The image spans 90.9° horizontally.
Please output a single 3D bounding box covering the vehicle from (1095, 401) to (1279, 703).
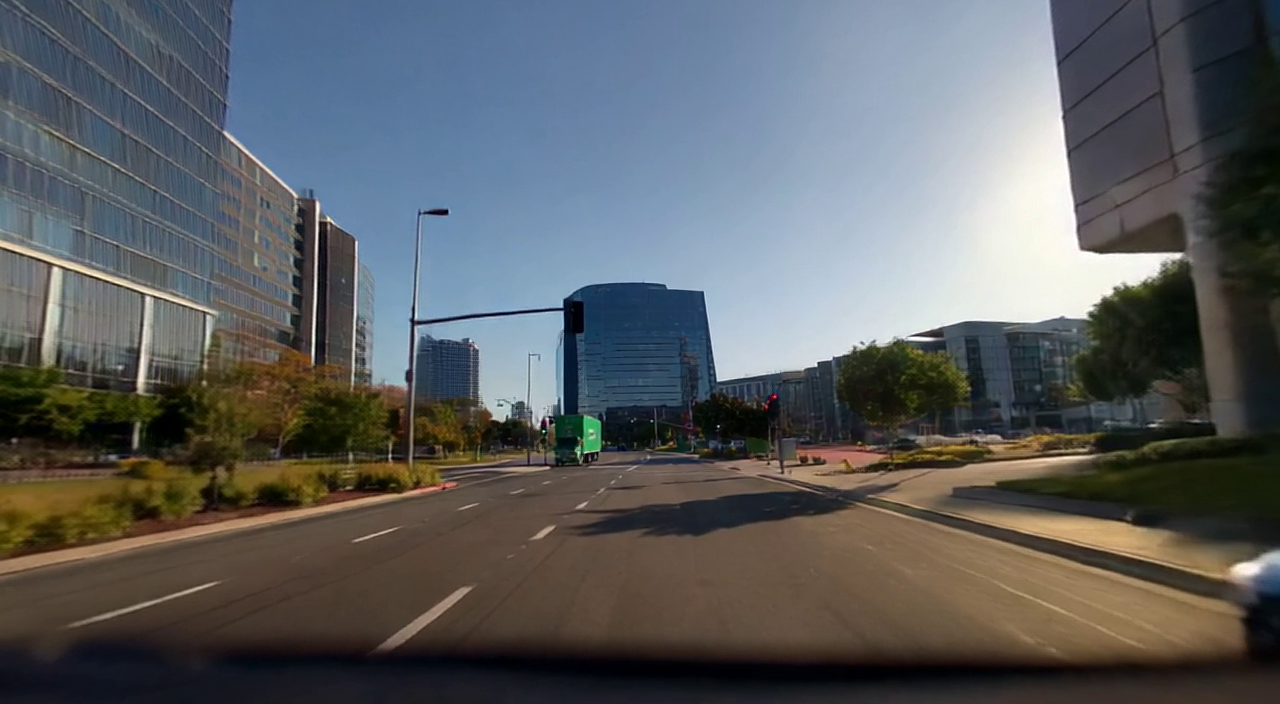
[{"bbox_3d":[3.718,0.773,1.419,2.098,1.509,4.389,0,-9,0],"label":"vehicle"}]
